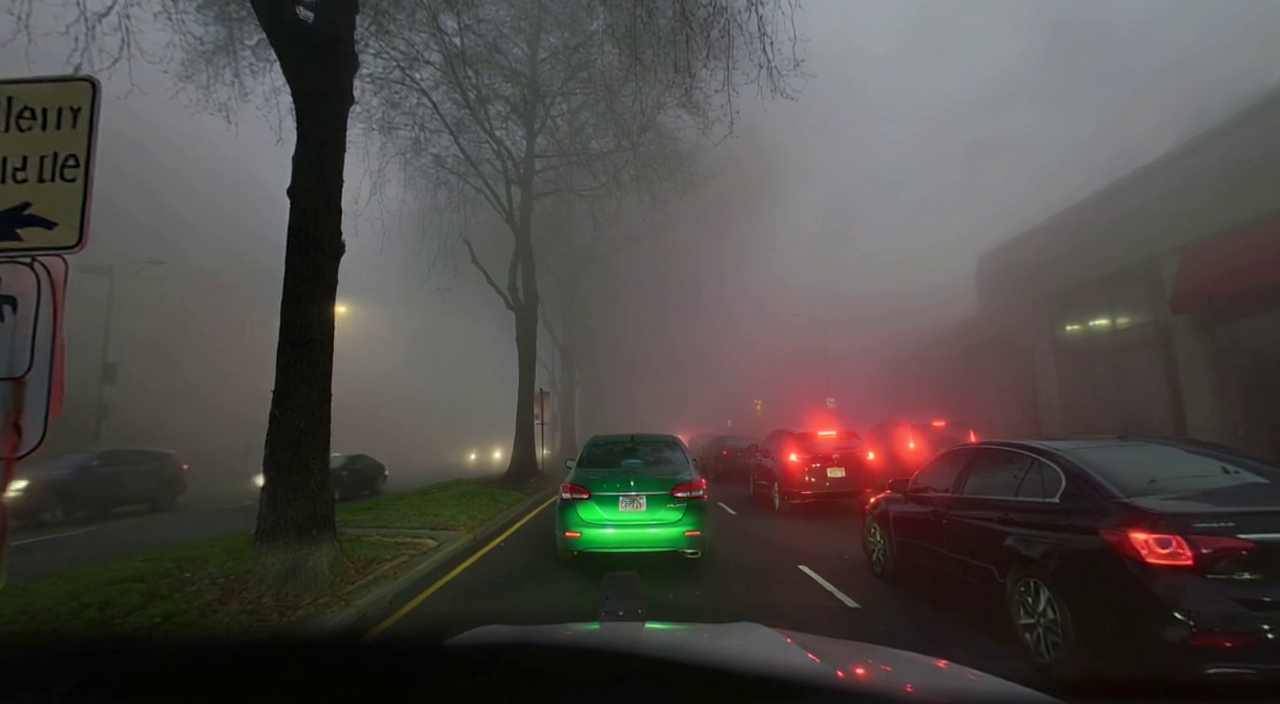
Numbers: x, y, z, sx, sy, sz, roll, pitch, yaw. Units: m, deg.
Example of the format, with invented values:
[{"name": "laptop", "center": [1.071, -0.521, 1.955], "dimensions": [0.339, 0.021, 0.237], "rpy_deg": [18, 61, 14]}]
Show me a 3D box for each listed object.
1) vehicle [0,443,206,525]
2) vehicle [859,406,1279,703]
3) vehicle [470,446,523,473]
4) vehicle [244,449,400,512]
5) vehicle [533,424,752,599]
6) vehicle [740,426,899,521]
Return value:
[{"name": "vehicle", "center": [-13.489, 3.235, 16.114], "dimensions": [2.072, 1.773, 4.329], "rpy_deg": [0, -9, -7]}, {"name": "vehicle", "center": [3.306, 1.256, 4.481], "dimensions": [1.988, 1.480, 4.195], "rpy_deg": [0, -9, 0]}, {"name": "vehicle", "center": [-8.413, 6.350, 37.404], "dimensions": [2.169, 1.477, 4.168], "rpy_deg": [0, -9, 0]}, {"name": "vehicle", "center": [-8.143, 3.287, 16.717], "dimensions": [1.850, 1.417, 4.321], "rpy_deg": [0, -9, 0]}, {"name": "vehicle", "center": [0.011, 1.652, 7.301], "dimensions": [1.887, 1.487, 3.535], "rpy_deg": [0, -9, 0]}, {"name": "vehicle", "center": [3.534, 2.479, 13.418], "dimensions": [2.025, 1.660, 4.263], "rpy_deg": [0, -9, -1]}]
